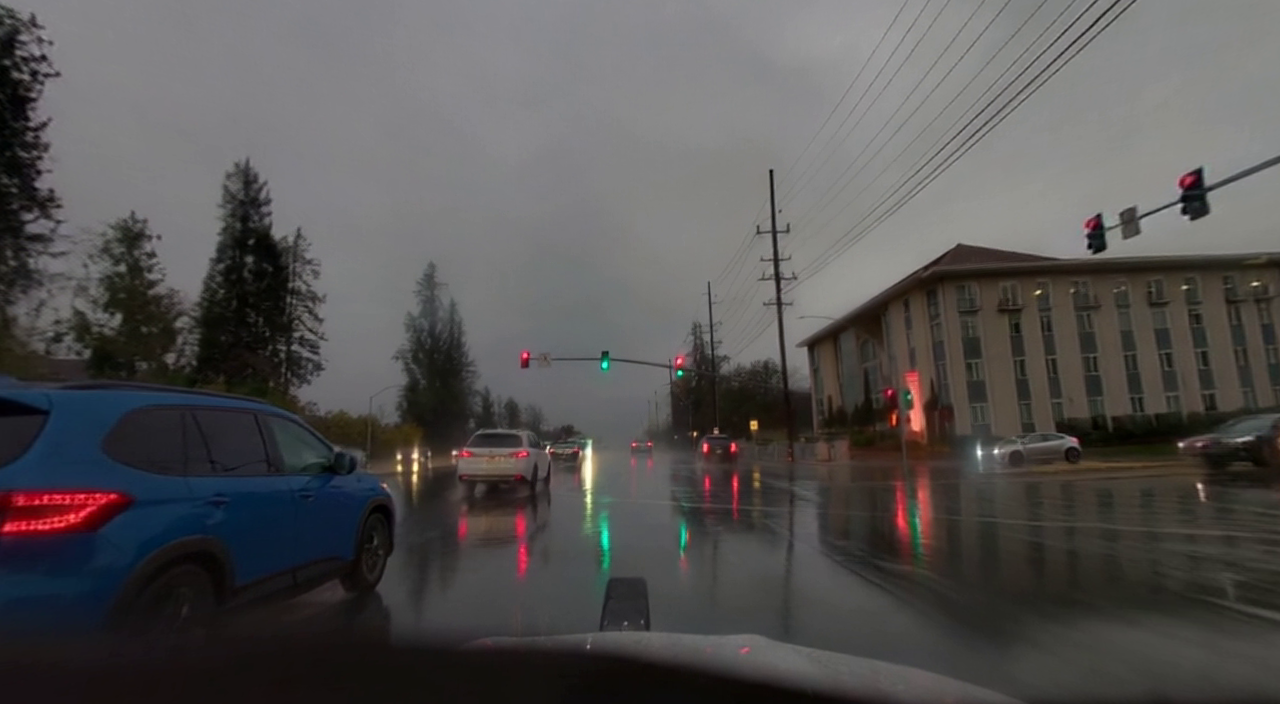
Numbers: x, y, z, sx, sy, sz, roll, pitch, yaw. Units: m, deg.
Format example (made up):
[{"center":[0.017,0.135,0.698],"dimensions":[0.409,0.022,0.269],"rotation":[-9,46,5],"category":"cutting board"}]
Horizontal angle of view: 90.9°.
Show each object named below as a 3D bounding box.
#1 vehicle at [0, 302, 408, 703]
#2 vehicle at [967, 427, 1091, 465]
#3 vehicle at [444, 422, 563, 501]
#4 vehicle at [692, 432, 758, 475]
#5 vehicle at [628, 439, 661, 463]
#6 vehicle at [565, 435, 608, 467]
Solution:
[{"center":[-3.211,0.924,3.521],"dimensions":[2.127,1.754,4.287],"rotation":[0,-8,1],"category":"vehicle"},{"center":[17.285,4.212,28.207],"dimensions":[4.119,1.574,2.028],"rotation":[-1,-9,5],"category":"vehicle"},{"center":[-3.292,2.750,16.155],"dimensions":[1.958,1.744,4.315],"rotation":[0,-8,2],"category":"vehicle"},{"center":[3.614,4.452,27.783],"dimensions":[2.201,1.734,4.564],"rotation":[0,-8,-1],"category":"vehicle"},{"center":[0.341,6.815,43.532],"dimensions":[2.185,1.515,4.215],"rotation":[0,-8,1],"category":"vehicle"},{"center":[-2.925,5.550,35.434],"dimensions":[1.900,1.677,4.128],"rotation":[0,-8,2],"category":"vehicle"}]
